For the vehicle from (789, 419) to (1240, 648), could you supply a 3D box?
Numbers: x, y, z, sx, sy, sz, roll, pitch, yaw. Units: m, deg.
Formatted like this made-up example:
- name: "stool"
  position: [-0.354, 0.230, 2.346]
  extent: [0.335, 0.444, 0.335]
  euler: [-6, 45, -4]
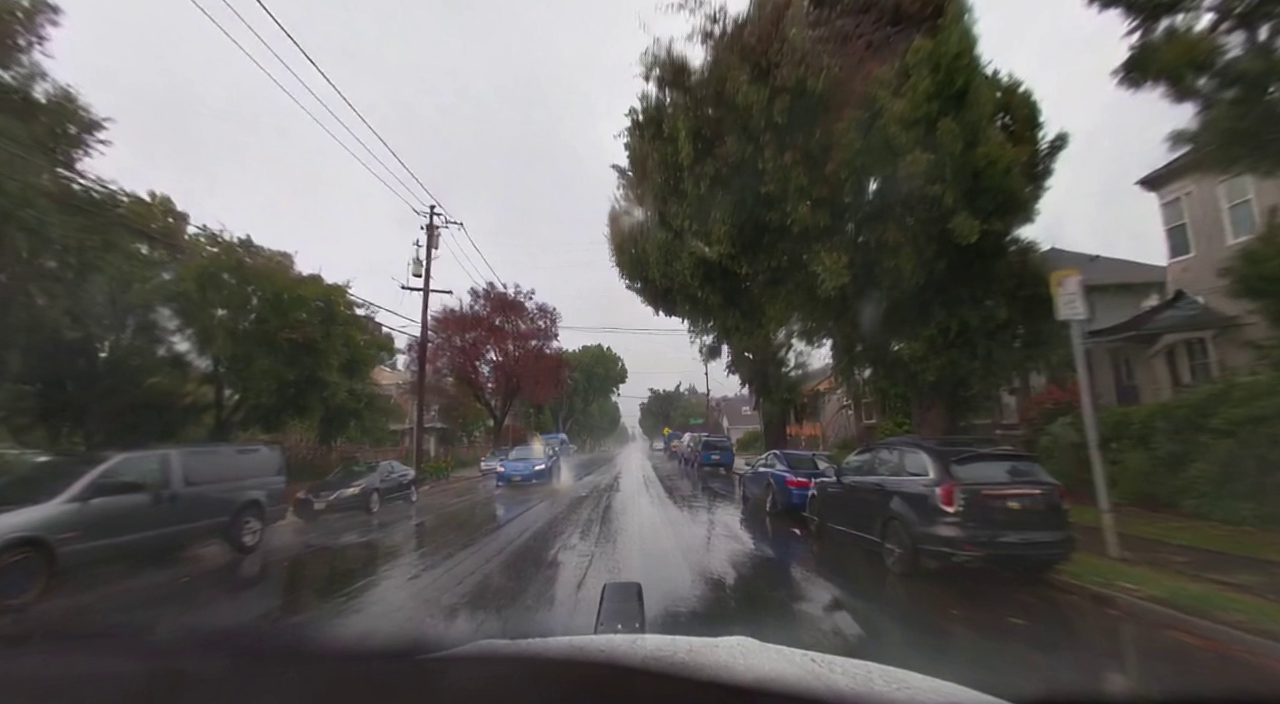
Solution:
- name: "vehicle"
  position: [3.095, 1.566, 6.551]
  extent: [1.869, 1.531, 4.383]
  euler: [0, -9, -2]

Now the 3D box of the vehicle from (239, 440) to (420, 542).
- name: "vehicle"
  position: [-6.807, 2.997, 14.454]
  extent: [1.936, 1.528, 4.620]
  euler: [-3, -4, -2]

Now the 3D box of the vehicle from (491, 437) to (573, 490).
- name: "vehicle"
  position: [-3.387, 3.570, 20.483]
  extent: [1.929, 1.535, 4.075]
  euler: [0, -9, 0]

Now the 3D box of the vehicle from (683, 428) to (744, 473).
- name: "vehicle"
  position: [3.110, 4.326, 27.686]
  extent: [2.013, 1.775, 4.570]
  euler: [0, -9, -1]

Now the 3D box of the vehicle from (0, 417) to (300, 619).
- name: "vehicle"
  position: [-6.874, 1.821, 8.401]
  extent: [2.031, 1.845, 4.825]
  euler: [0, -5, -1]
